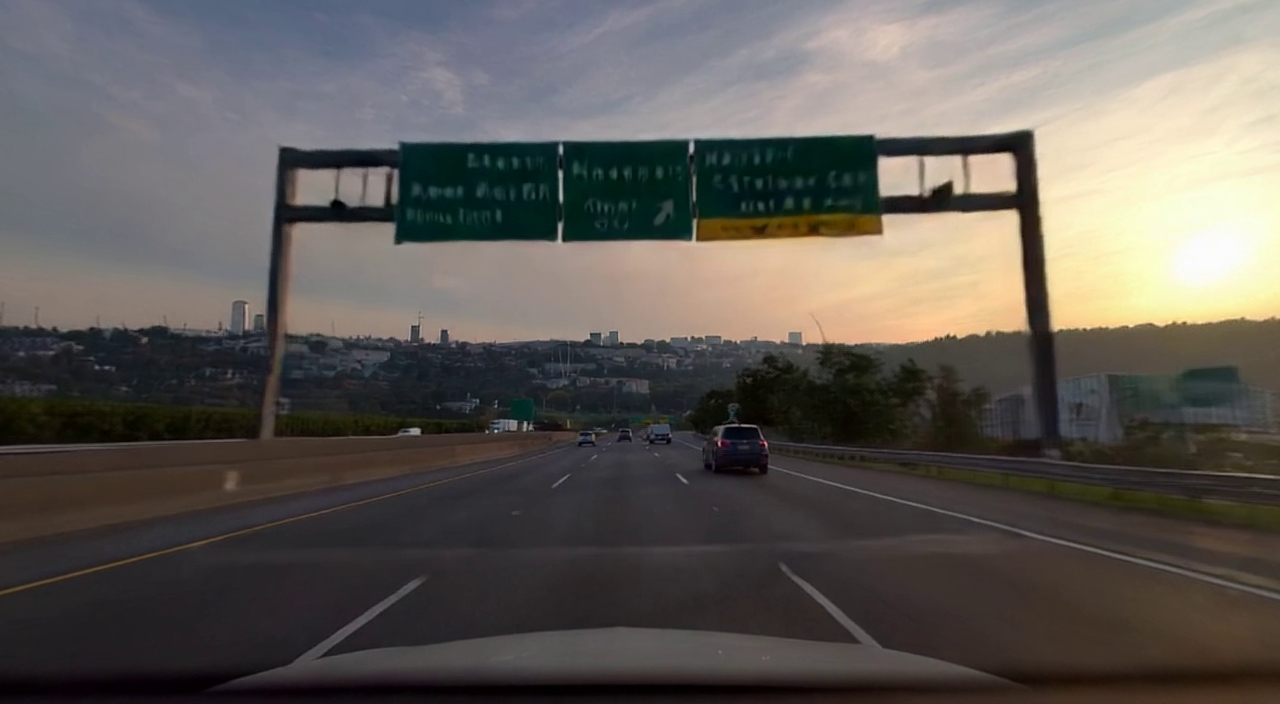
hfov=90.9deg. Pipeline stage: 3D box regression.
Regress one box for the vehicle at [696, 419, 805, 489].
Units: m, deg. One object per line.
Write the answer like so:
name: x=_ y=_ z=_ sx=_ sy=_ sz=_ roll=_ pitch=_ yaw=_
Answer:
vehicle: x=2.807 y=2.706 z=17.037 sx=2.022 sy=1.637 sz=4.229 roll=0 pitch=-8 yaw=-2
